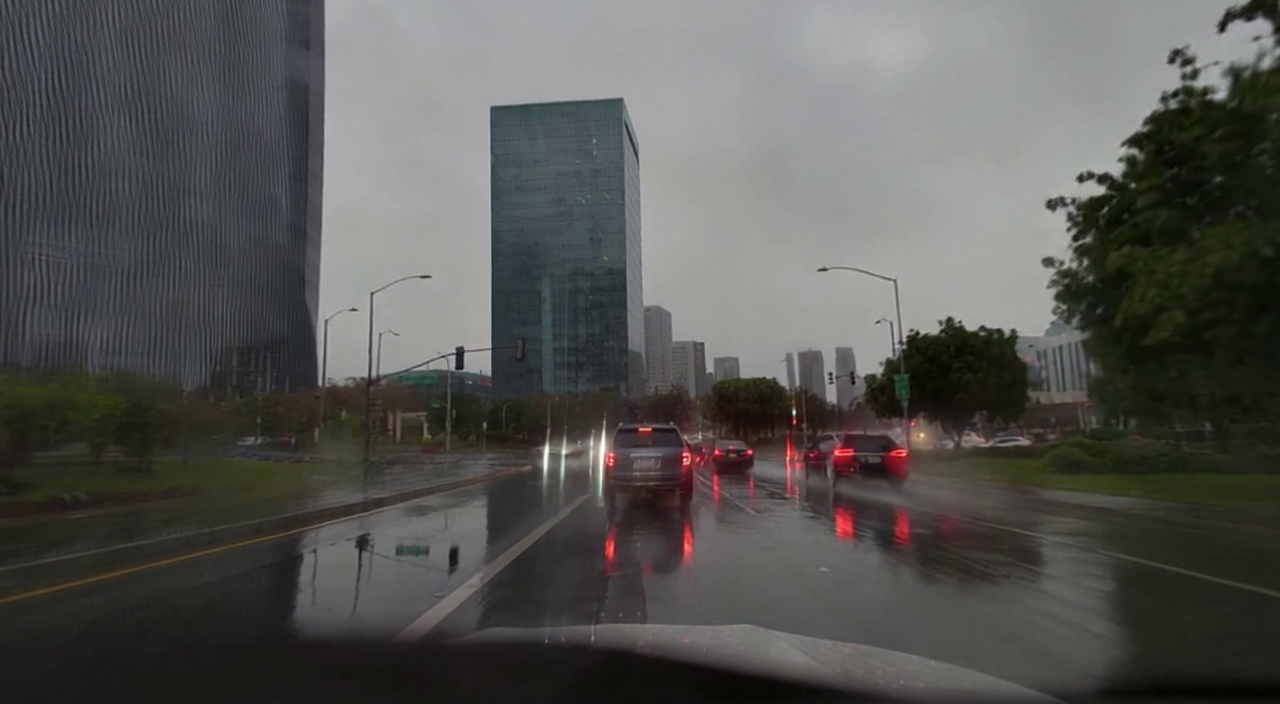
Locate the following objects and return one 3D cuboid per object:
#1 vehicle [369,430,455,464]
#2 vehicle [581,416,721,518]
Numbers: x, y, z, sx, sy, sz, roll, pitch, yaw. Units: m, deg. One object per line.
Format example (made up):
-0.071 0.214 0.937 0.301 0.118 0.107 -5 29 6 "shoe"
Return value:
-16.691 6.924 45.913 6.448 2.310 2.717 -6 -11 37 "vehicle"
0.223 2.491 14.078 2.601 1.878 4.535 0 -9 0 "vehicle"
